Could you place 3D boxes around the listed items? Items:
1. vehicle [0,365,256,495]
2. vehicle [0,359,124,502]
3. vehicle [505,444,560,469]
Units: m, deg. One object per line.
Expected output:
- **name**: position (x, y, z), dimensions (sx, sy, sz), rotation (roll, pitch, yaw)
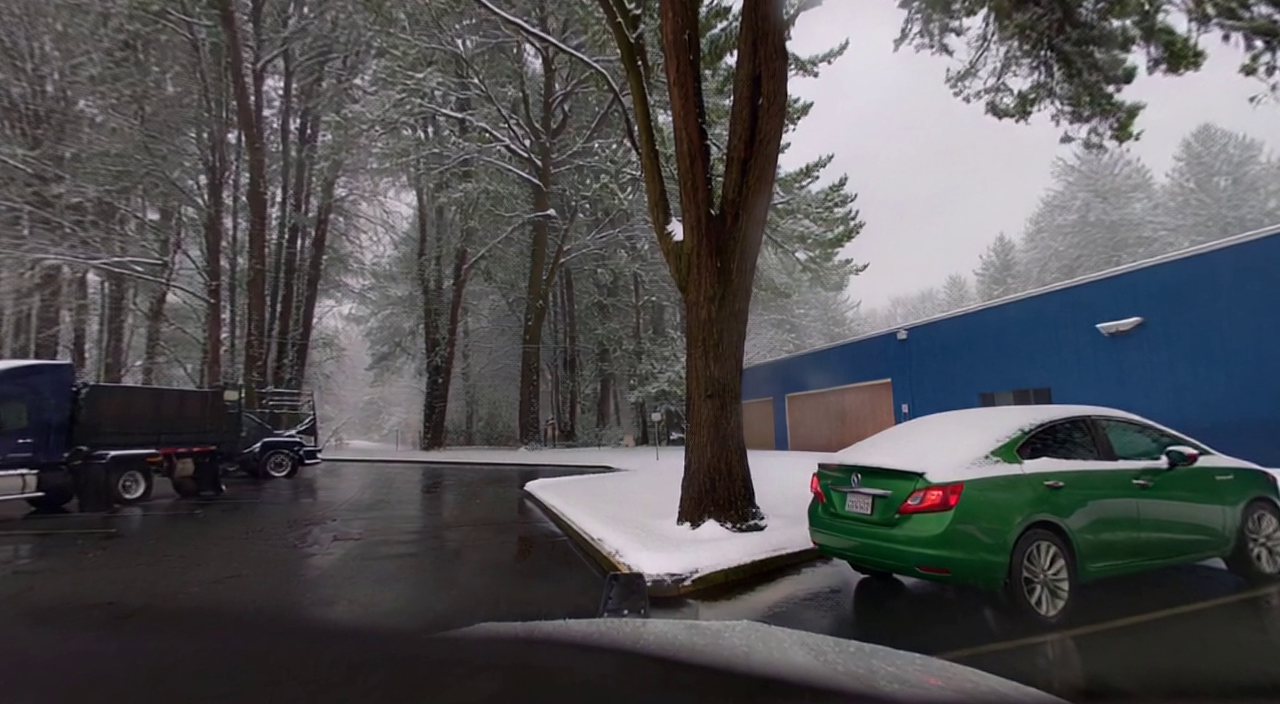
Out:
- **vehicle**: position (-19.779, 3.088, 23.905), dimensions (11.906, 4.069, 2.948), rotation (-5, -10, 28)
- **vehicle**: position (-22.022, 2.755, 21.063), dimensions (11.512, 3.871, 3.038), rotation (-5, -10, 29)
- **vehicle**: position (-6.776, 6.660, 40.190), dimensions (1.809, 1.506, 3.473), rotation (-4, -10, 24)
